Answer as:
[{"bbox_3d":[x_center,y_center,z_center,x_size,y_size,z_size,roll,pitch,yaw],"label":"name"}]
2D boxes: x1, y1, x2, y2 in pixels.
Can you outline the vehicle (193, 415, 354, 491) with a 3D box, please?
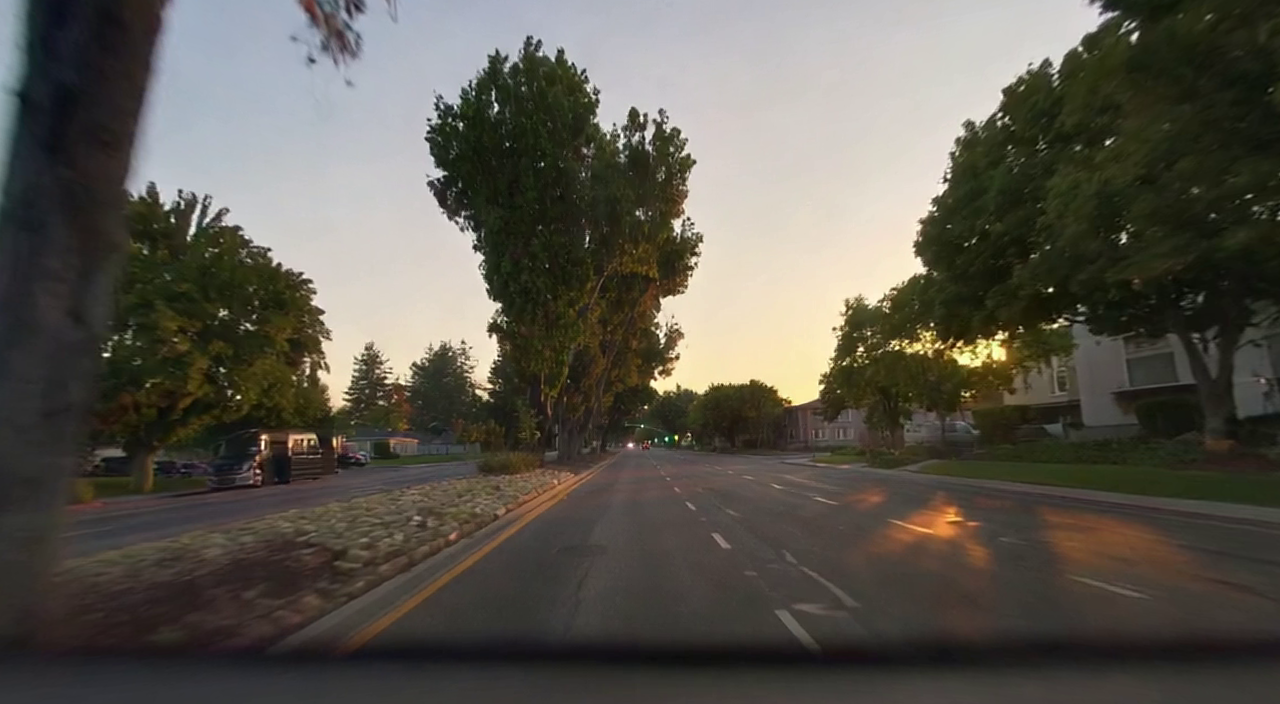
[{"bbox_3d":[-19.499,5.503,34.726,2.866,3.528,9.798,0,-9,0],"label":"vehicle"}]
